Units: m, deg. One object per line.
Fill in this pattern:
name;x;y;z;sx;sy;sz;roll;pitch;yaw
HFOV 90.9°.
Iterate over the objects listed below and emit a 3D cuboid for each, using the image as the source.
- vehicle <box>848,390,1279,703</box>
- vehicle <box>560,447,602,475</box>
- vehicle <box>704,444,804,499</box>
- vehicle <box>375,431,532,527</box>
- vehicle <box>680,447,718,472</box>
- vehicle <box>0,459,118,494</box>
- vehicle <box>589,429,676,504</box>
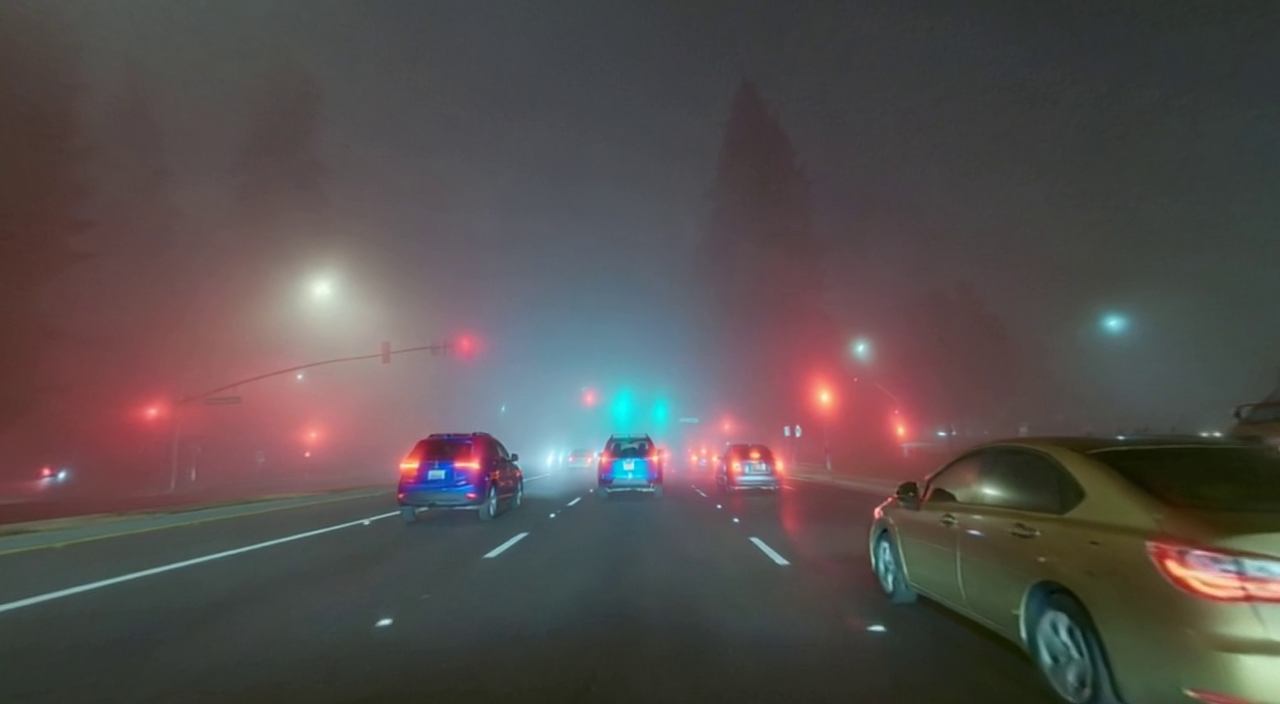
vehicle;3.011;1.139;3.809;1.976;1.491;4.427;0;-8;0
vehicle;-3.343;6.282;36.449;1.897;1.479;4.204;0;-8;1
vehicle;3.357;3.606;19.570;2.036;1.480;4.659;0;-8;-3
vehicle;-3.748;2.625;13.619;2.039;1.709;4.265;0;-8;1
vehicle;3.807;6.972;41.109;1.996;1.443;4.270;0;-8;-1
vehicle;-34.016;7.203;36.538;5.352;1.850;2.276;0;-8;-2
vehicle;-0.194;3.132;17.685;2.132;1.816;4.471;0;-8;0
